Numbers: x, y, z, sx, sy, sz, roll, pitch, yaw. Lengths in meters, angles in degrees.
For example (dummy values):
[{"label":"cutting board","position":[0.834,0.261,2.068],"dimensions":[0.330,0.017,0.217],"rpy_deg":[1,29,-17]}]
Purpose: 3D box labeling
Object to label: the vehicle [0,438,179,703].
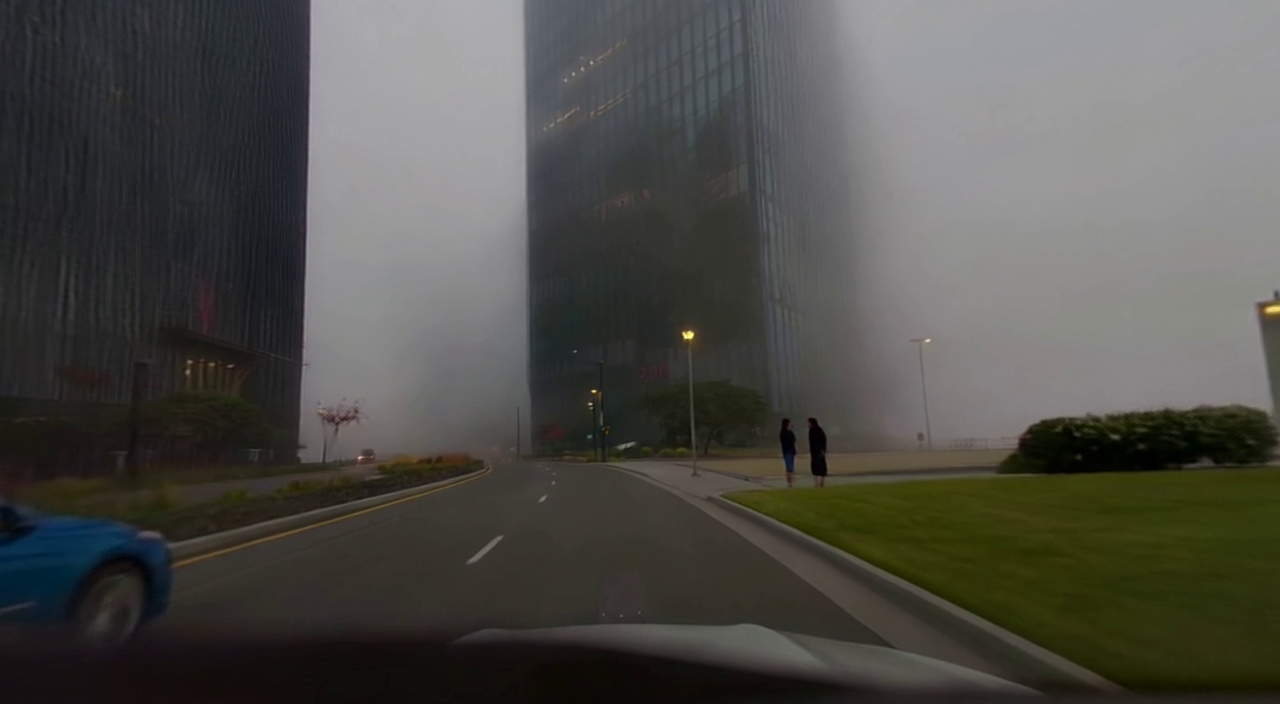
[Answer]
[{"label":"vehicle","position":[-4.568,1.066,2.475],"dimensions":[2.045,1.479,4.616],"rpy_deg":[0,-9,-1]}]
